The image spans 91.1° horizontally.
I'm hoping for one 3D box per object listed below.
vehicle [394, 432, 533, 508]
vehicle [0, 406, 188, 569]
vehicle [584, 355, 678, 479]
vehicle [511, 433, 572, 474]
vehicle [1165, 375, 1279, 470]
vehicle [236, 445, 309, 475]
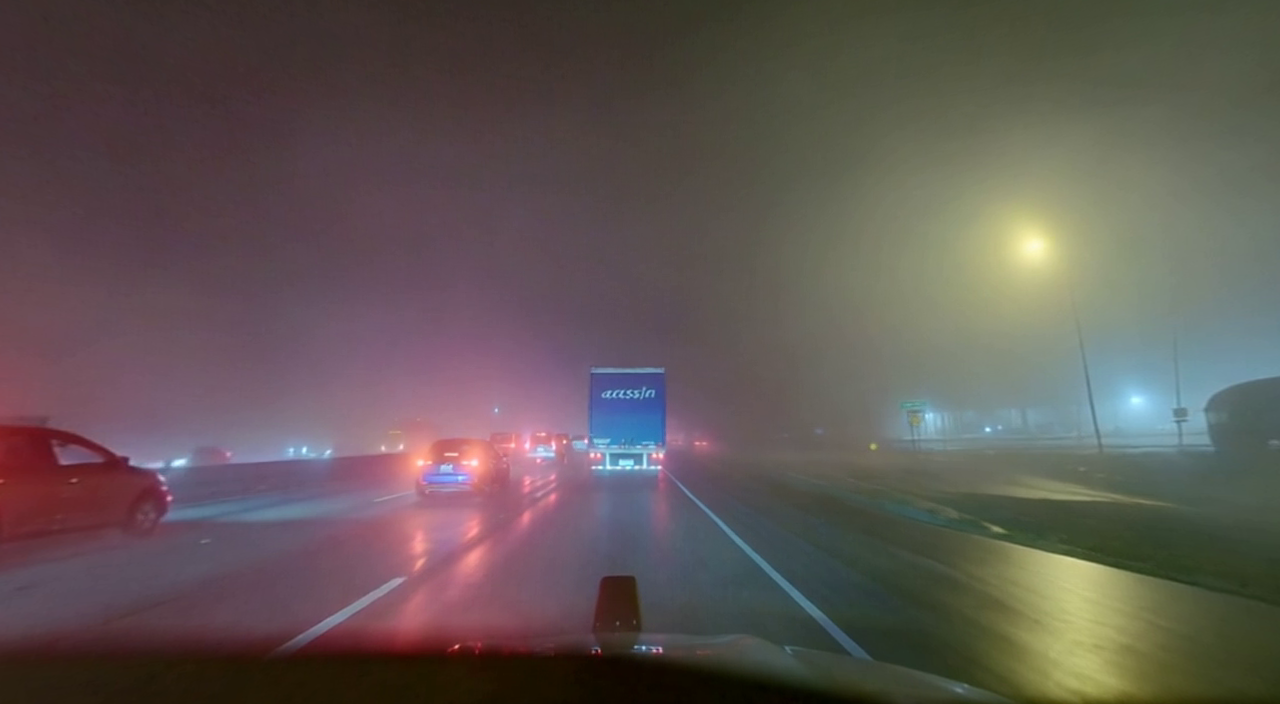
[{"bbox_3d":[-3.932,2.678,14.866,1.964,1.507,4.361,0,-8,1],"label":"vehicle"},{"bbox_3d":[-7.750,1.498,7.110,1.998,1.698,4.461,0,-8,-1],"label":"vehicle"},{"bbox_3d":[-0.459,2.915,26.840,3.171,4.204,11.036,0,-8,-2],"label":"vehicle"},{"bbox_3d":[-4.131,4.307,26.984,1.946,1.599,4.073,0,-8,0],"label":"vehicle"},{"bbox_3d":[18.924,2.227,19.529,1.838,2.655,3.697,0,-8,0],"label":"vehicle"},{"bbox_3d":[-21.855,6.421,37.581,1.887,1.595,4.320,0,-8,-2],"label":"vehicle"}]
